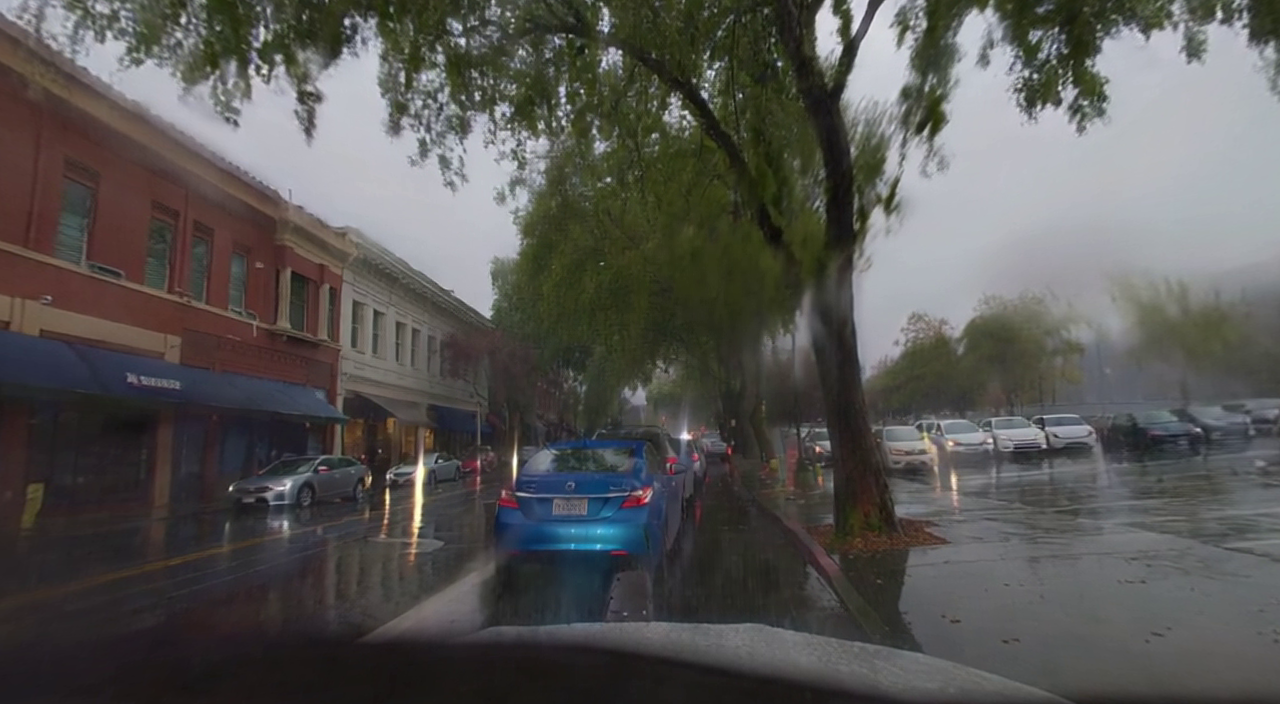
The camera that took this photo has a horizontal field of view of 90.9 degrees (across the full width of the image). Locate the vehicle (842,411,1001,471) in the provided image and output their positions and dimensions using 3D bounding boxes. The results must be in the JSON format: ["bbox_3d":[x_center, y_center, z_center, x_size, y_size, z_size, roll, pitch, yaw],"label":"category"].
[{"bbox_3d":[9.018,2.828,20.225,4.558,1.528,1.915,-1,-8,-23],"label":"vehicle"}]

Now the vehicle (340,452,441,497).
[{"bbox_3d":[-10.250,5.034,26.286,1.826,1.432,4.556,-7,-9,8],"label":"vehicle"}]

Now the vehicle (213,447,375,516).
[{"bbox_3d":[-11.001,4.070,20.595,2.081,1.718,5.342,-6,-9,3],"label":"vehicle"}]

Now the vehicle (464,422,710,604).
[{"bbox_3d":[-0.263,1.631,7.310,1.939,1.478,3.922,-2,-8,9],"label":"vehicle"}]
